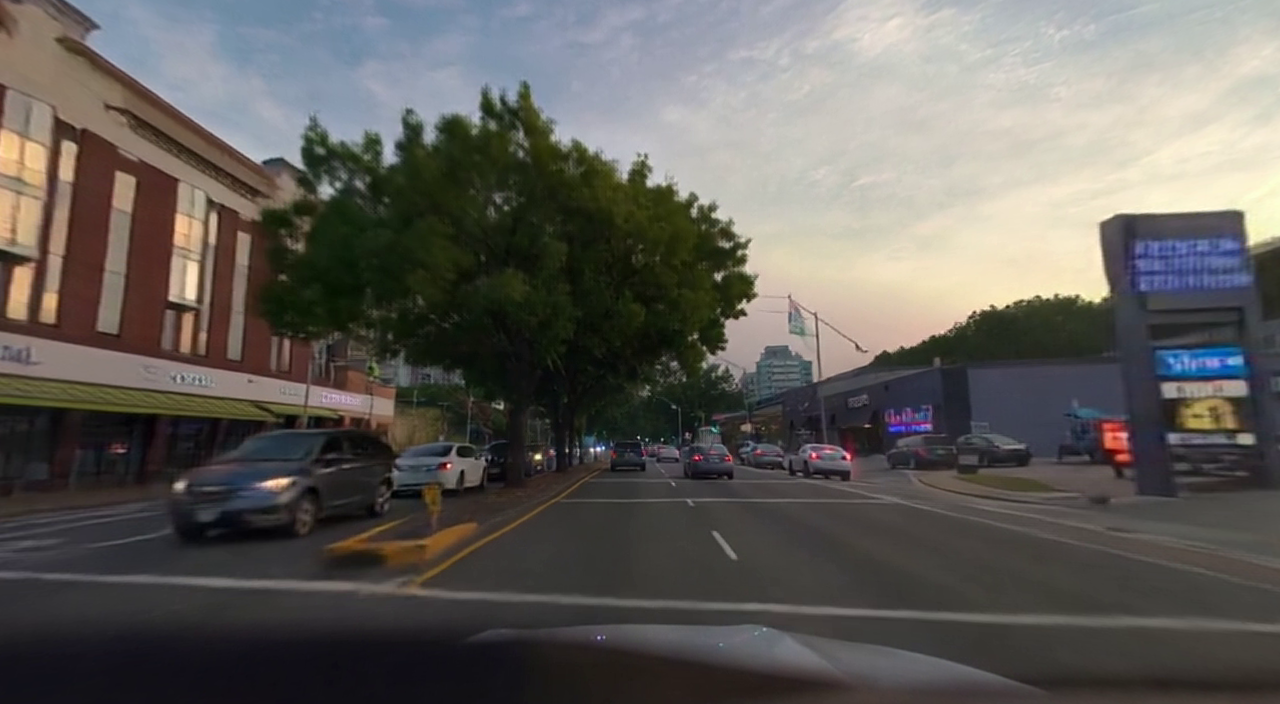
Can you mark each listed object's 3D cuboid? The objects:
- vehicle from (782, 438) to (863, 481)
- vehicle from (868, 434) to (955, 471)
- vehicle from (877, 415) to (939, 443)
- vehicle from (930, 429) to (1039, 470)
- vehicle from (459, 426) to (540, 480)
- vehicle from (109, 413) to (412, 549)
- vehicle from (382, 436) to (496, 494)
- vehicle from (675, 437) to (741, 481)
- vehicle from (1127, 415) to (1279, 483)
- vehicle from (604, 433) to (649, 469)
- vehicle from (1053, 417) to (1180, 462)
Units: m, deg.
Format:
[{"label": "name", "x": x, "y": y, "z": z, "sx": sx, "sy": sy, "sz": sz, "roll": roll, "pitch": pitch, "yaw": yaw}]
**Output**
[{"label": "vehicle", "x": 7.423, "y": 4.389, "z": 26.120, "sx": 1.914, "sy": 1.587, "sz": 4.548, "roll": 0, "pitch": -8, "yaw": -1}, {"label": "vehicle", "x": 12.233, "y": 4.541, "z": 28.793, "sx": 2.058, "sy": 1.493, "sz": 4.612, "roll": -2, "pitch": -8, "yaw": 2}, {"label": "vehicle", "x": 15.620, "y": 4.587, "z": 37.002, "sx": 1.793, "sy": 1.505, "sz": 4.557, "roll": -1, "pitch": -8, "yaw": 3}, {"label": "vehicle", "x": 15.347, "y": 4.363, "z": 28.495, "sx": 2.007, "sy": 1.642, "sz": 5.001, "roll": -1, "pitch": -8, "yaw": -1}, {"label": "vehicle", "x": -5.673, "y": 4.114, "z": 26.226, "sx": 2.240, "sy": 1.945, "sz": 5.114, "roll": -1, "pitch": -7, "yaw": 0}, {"label": "vehicle", "x": -5.865, "y": 2.010, "z": 10.697, "sx": 2.242, "sy": 1.740, "sz": 4.659, "roll": -1, "pitch": -7, "yaw": 0}, {"label": "vehicle", "x": -5.764, "y": 3.283, "z": 18.741, "sx": 1.835, "sy": 1.476, "sz": 4.533, "roll": 1, "pitch": -8, "yaw": 1}, {"label": "vehicle", "x": 2.520, "y": 4.095, "z": 24.402, "sx": 2.046, "sy": 1.540, "sz": 3.883, "roll": 0, "pitch": -8, "yaw": -1}, {"label": "vehicle", "x": 16.476, "y": 2.603, "z": 17.187, "sx": 4.572, "sy": 1.660, "sz": 2.091, "roll": -1, "pitch": -9, "yaw": -1}, {"label": "vehicle", "x": -0.705, "y": 5.425, "z": 34.657, "sx": 2.301, "sy": 1.837, "sz": 4.411, "roll": 0, "pitch": -8, "yaw": 0}, {"label": "vehicle", "x": 21.105, "y": 3.902, "z": 28.174, "sx": 1.967, "sy": 1.751, "sz": 4.275, "roll": -2, "pitch": -7, "yaw": -6}]
